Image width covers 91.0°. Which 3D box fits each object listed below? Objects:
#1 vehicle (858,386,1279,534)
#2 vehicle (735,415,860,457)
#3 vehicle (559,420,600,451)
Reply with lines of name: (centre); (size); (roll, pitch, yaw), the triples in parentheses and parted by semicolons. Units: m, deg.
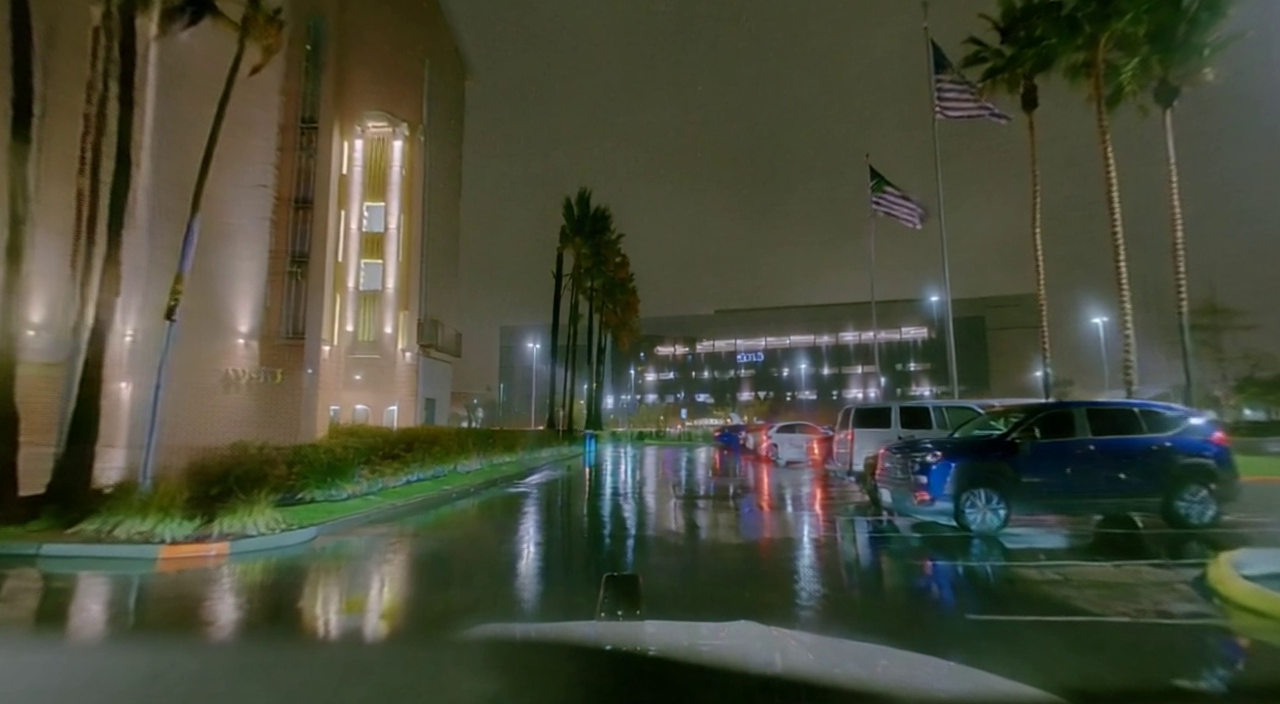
vehicle: (5.572, 1.415, 8.472); (4.567, 1.723, 1.926); (-1, -8, 4)
vehicle: (6.957, 3.801, 28.426); (5.254, 1.793, 1.998); (-1, -8, 8)
vehicle: (-4.039, 5.644, 42.870); (1.943, 1.890, 4.472); (2, -5, 5)
